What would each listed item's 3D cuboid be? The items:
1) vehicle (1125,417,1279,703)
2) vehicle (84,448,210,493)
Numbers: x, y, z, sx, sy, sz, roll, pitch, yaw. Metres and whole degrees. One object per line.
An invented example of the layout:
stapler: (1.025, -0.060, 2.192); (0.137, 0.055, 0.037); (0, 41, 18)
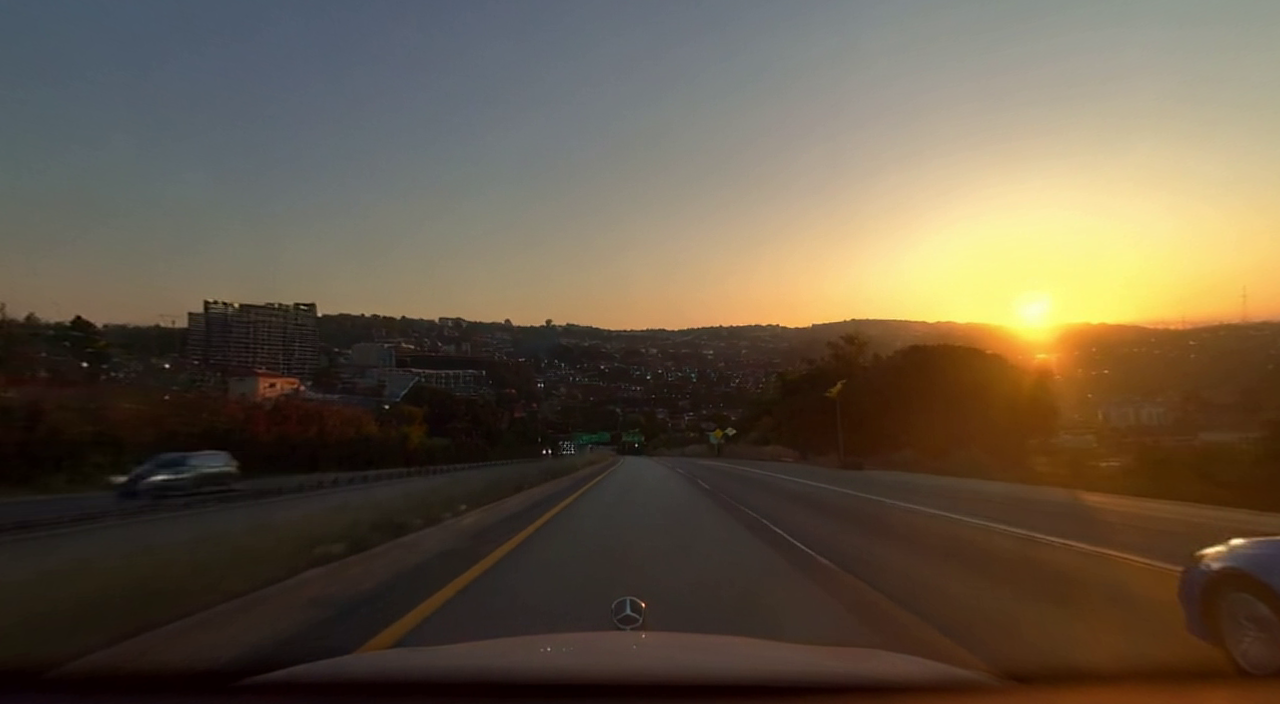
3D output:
vehicle: (4.224, 0.851, 1.676); (2.053, 1.490, 4.799); (-1, -8, 0)
vehicle: (-20.590, 4.927, 26.591); (1.908, 1.668, 4.092); (-1, -8, 1)
